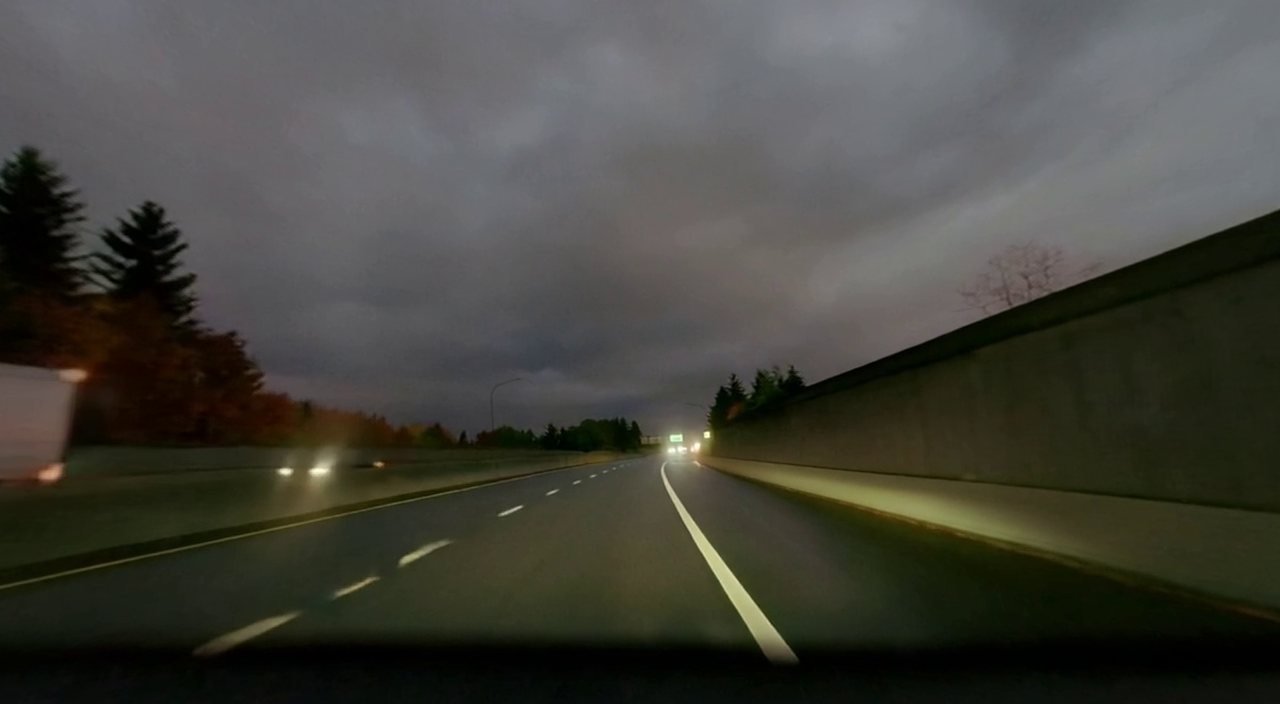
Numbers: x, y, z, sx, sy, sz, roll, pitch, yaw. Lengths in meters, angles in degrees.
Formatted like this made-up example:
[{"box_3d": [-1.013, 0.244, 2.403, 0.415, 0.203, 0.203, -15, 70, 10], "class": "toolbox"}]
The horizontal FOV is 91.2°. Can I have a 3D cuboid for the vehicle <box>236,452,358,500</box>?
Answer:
[{"box_3d": [-12.842, 4.646, 23.887, 1.976, 1.564, 4.707, -1, -9, 1], "class": "vehicle"}]
